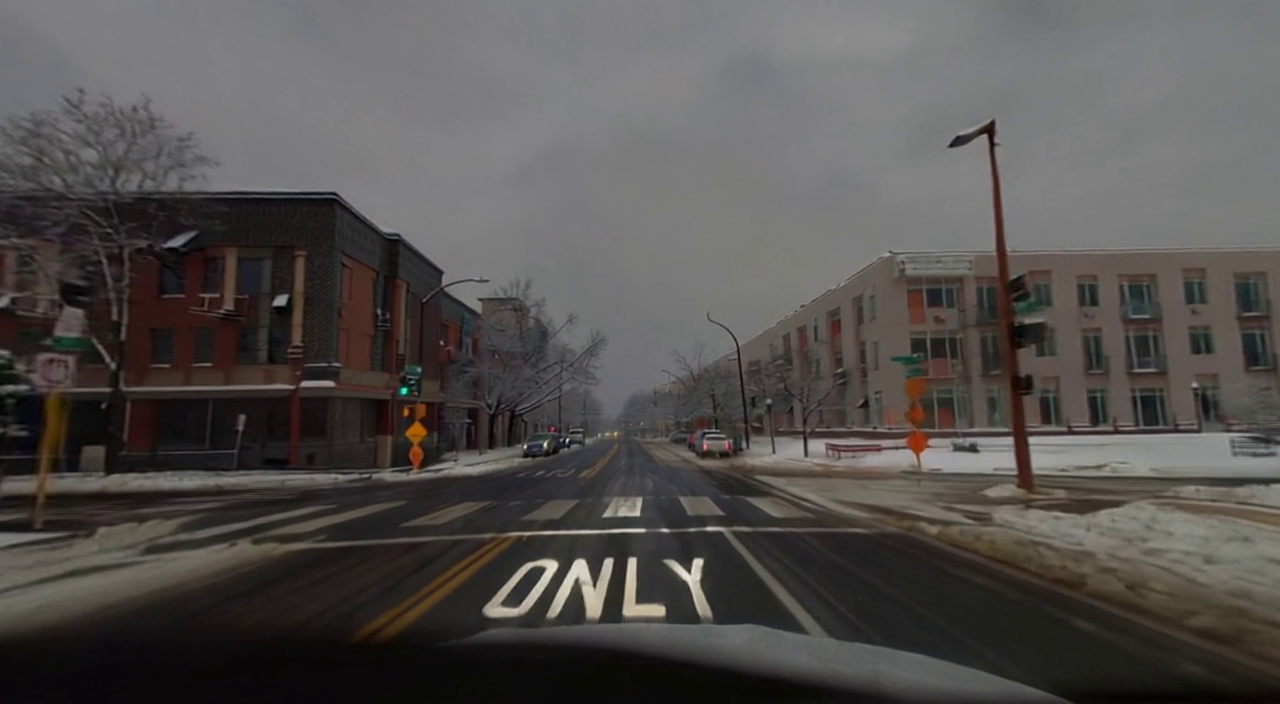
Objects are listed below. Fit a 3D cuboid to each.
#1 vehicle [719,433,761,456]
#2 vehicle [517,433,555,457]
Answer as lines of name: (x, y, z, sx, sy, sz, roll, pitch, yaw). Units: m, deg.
vehicle: (6.851, 6.392, 43.522, 1.997, 1.510, 4.455, 0, -8, -2)
vehicle: (-7.318, 6.585, 44.646, 2.127, 1.533, 4.547, -1, -8, -3)
